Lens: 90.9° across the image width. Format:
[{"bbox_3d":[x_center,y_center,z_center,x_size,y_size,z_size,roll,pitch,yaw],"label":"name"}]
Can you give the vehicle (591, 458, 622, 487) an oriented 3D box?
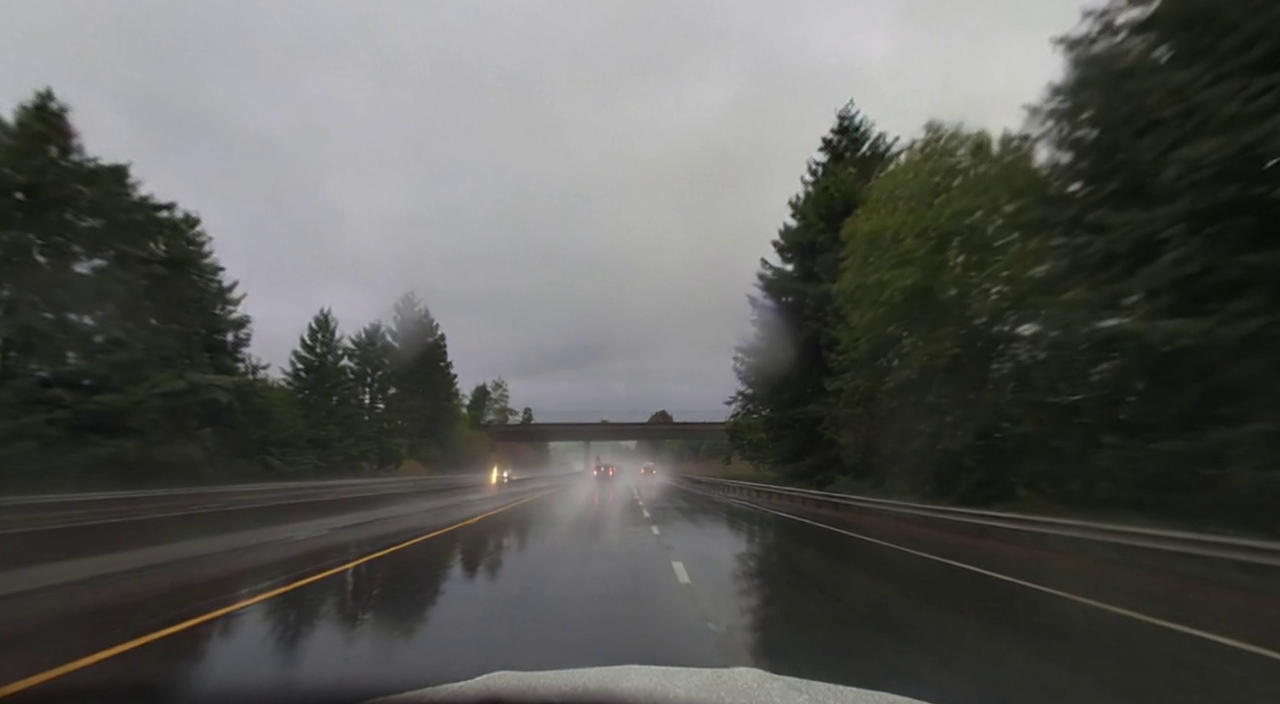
[{"bbox_3d":[-2.459,8.949,46.746,2.162,1.973,4.341,1,-11,-2],"label":"vehicle"}]
